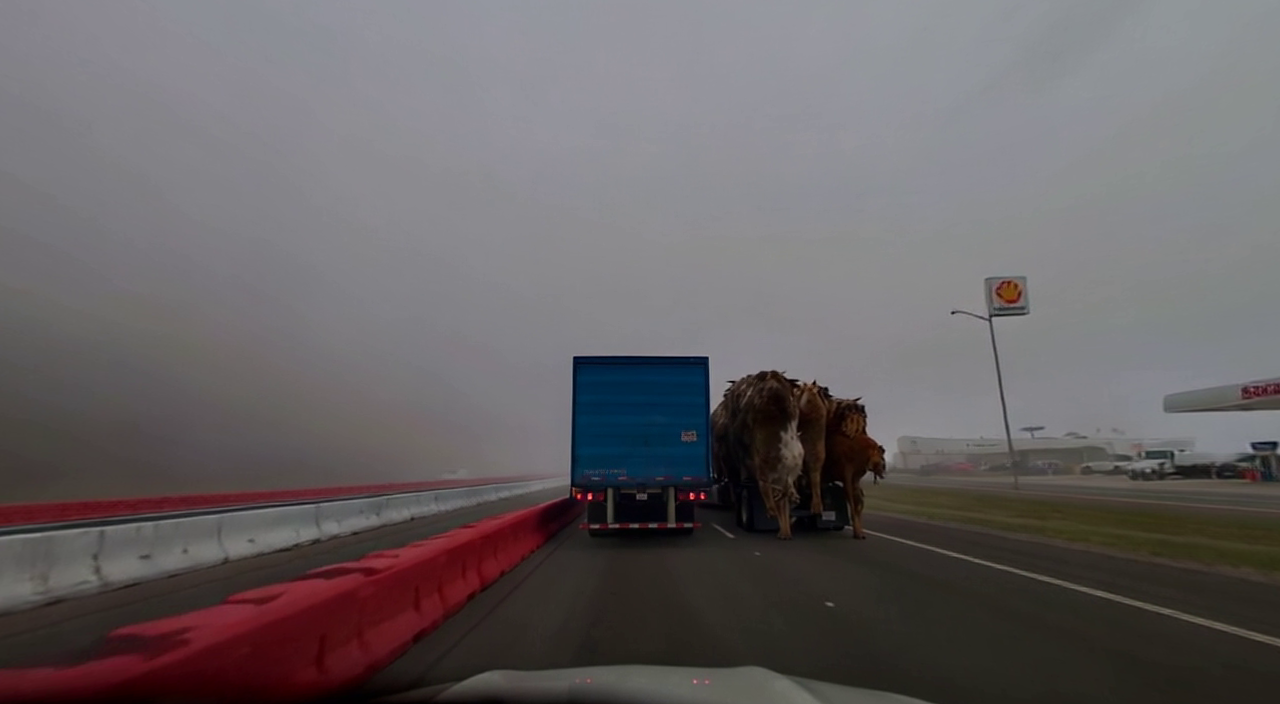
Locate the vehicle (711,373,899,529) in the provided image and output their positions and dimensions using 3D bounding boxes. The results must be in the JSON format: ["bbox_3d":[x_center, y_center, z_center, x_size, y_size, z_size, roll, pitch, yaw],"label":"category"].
[{"bbox_3d":[4.426,3.182,19.676,2.936,3.640,9.443,1,-10,-2],"label":"vehicle"}]

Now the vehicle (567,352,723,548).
[{"bbox_3d":[0.043,2.429,15.111,2.618,3.306,8.676,1,-10,-1],"label":"vehicle"}]

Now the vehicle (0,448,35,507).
[{"bbox_3d":[-49.547,9.579,48.927,2.845,4.081,14.460,11,-14,-44],"label":"vehicle"}]

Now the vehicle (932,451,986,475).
[{"bbox_3d":[24.659,8.638,48.843,1.919,1.722,4.024,1,-10,-3],"label":"vehicle"}]

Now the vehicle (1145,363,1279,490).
[{"bbox_3d":[20.915,2.603,20.863,3.045,3.794,6.110,1,-11,0],"label":"vehicle"}]

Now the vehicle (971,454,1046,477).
[{"bbox_3d":[24.554,7.608,42.207,1.762,1.470,4.485,3,-11,-10],"label":"vehicle"}]
